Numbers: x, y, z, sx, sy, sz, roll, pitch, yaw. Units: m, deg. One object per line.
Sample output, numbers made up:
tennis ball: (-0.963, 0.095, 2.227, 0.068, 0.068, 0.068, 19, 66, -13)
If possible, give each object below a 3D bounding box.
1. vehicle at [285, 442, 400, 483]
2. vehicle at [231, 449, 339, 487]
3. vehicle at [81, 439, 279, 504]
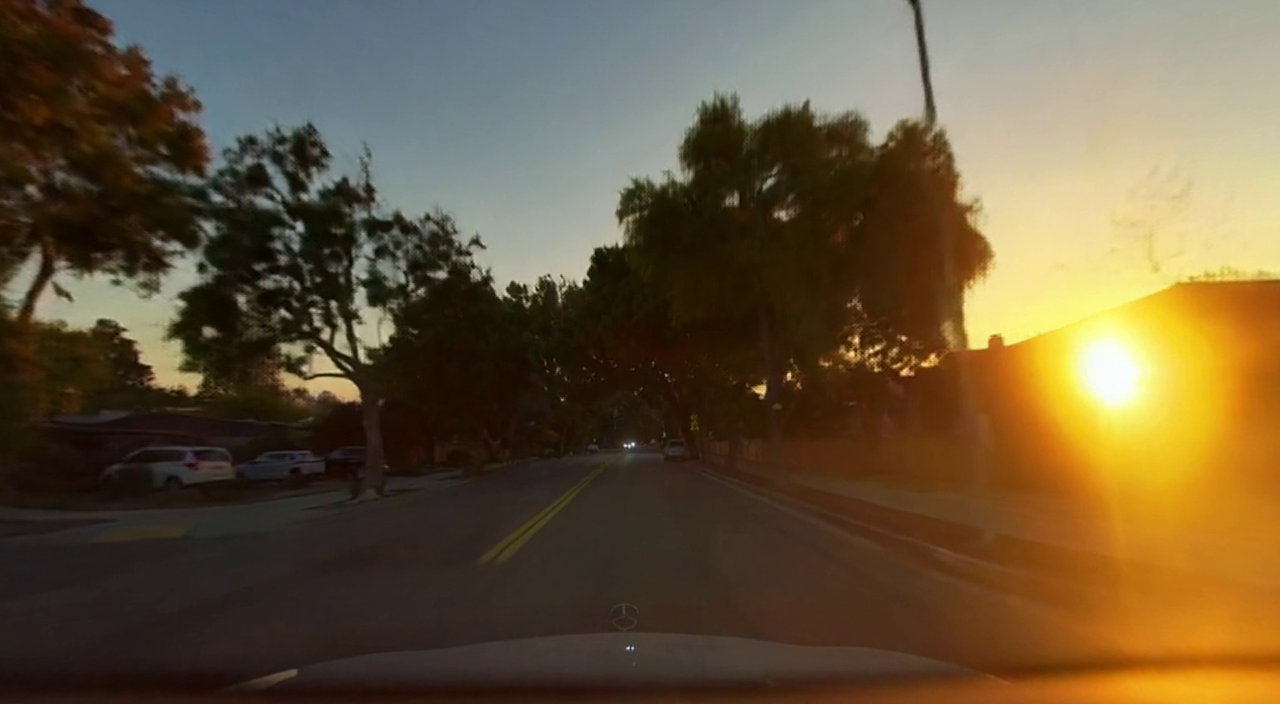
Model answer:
vehicle: (-14.332, 5.266, 30.368, 5.275, 1.807, 2.279, -5, -9, 29)
vehicle: (-15.473, 5.017, 27.521, 4.273, 1.459, 2.000, -5, -9, 27)
vehicle: (-14.990, 3.838, 20.897, 2.066, 1.852, 4.782, -6, -10, 33)
